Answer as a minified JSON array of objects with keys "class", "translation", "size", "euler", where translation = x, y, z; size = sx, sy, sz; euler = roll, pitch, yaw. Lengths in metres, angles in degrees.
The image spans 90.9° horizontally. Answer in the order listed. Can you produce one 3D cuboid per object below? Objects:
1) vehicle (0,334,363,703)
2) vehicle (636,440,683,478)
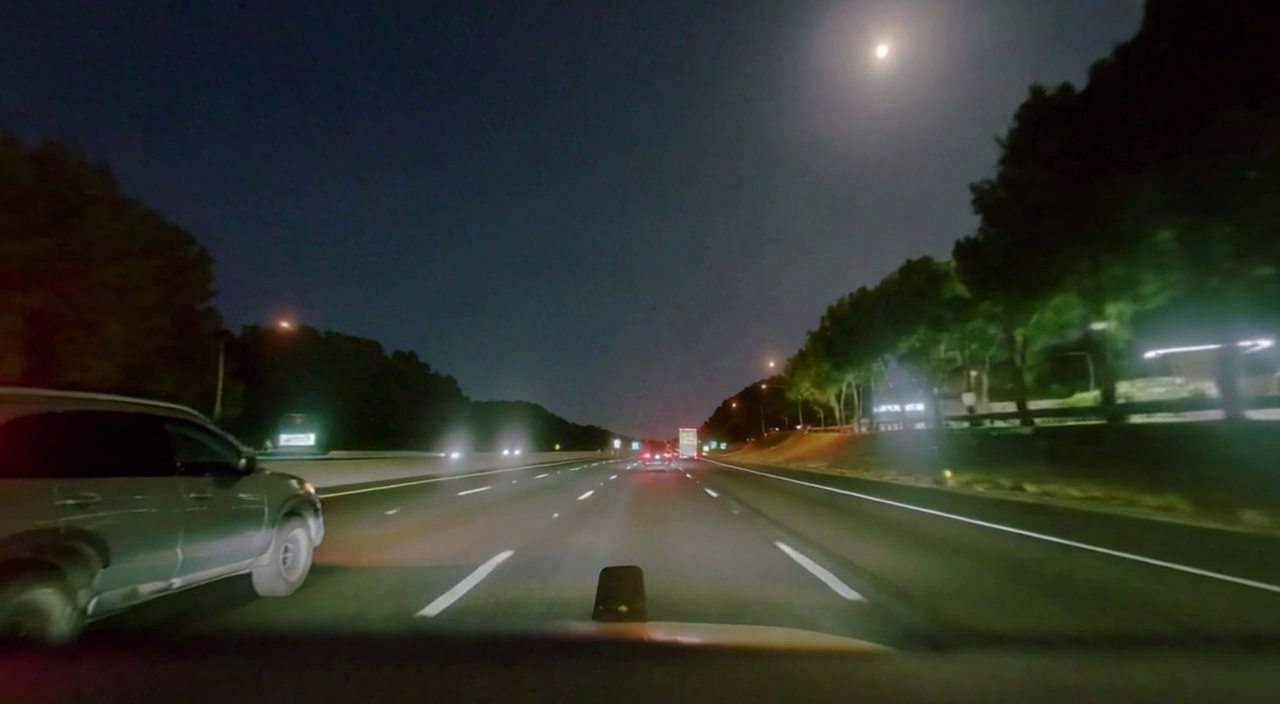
[{"class":"vehicle","translation":[-3.762,0.995,3.647],"size":[2.139,1.804,4.611],"euler":[0,-9,1]},{"class":"vehicle","translation":[0.899,5.117,30.305],"size":[2.087,1.682,4.388],"euler":[0,-9,0]}]
